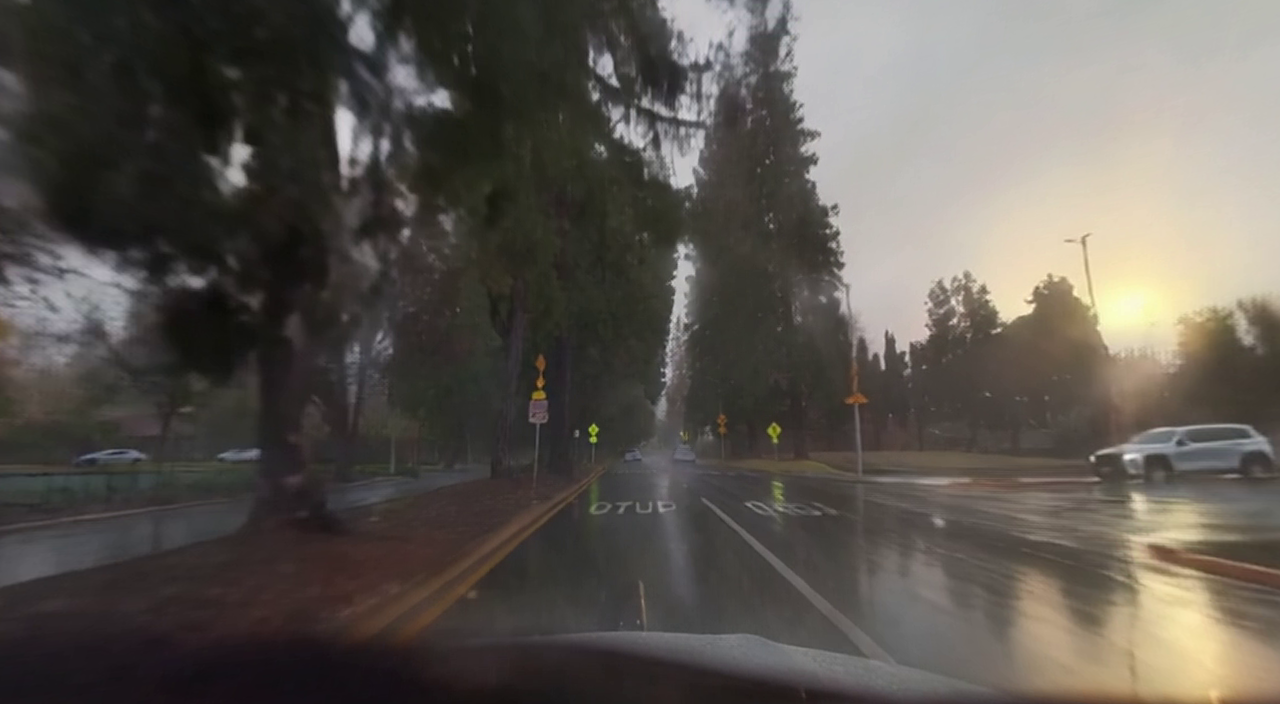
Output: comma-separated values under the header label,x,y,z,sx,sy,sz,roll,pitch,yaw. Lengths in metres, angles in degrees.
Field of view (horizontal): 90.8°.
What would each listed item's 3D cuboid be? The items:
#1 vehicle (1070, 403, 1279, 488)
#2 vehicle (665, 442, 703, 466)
label,x,y,z,sx,sy,sz,roll,pitch,yaw
vehicle,18.185,3.117,21.403,5.378,2.566,2.402,-1,-6,-2
vehicle,2.931,6.928,43.033,2.142,1.501,4.273,0,-8,-1
